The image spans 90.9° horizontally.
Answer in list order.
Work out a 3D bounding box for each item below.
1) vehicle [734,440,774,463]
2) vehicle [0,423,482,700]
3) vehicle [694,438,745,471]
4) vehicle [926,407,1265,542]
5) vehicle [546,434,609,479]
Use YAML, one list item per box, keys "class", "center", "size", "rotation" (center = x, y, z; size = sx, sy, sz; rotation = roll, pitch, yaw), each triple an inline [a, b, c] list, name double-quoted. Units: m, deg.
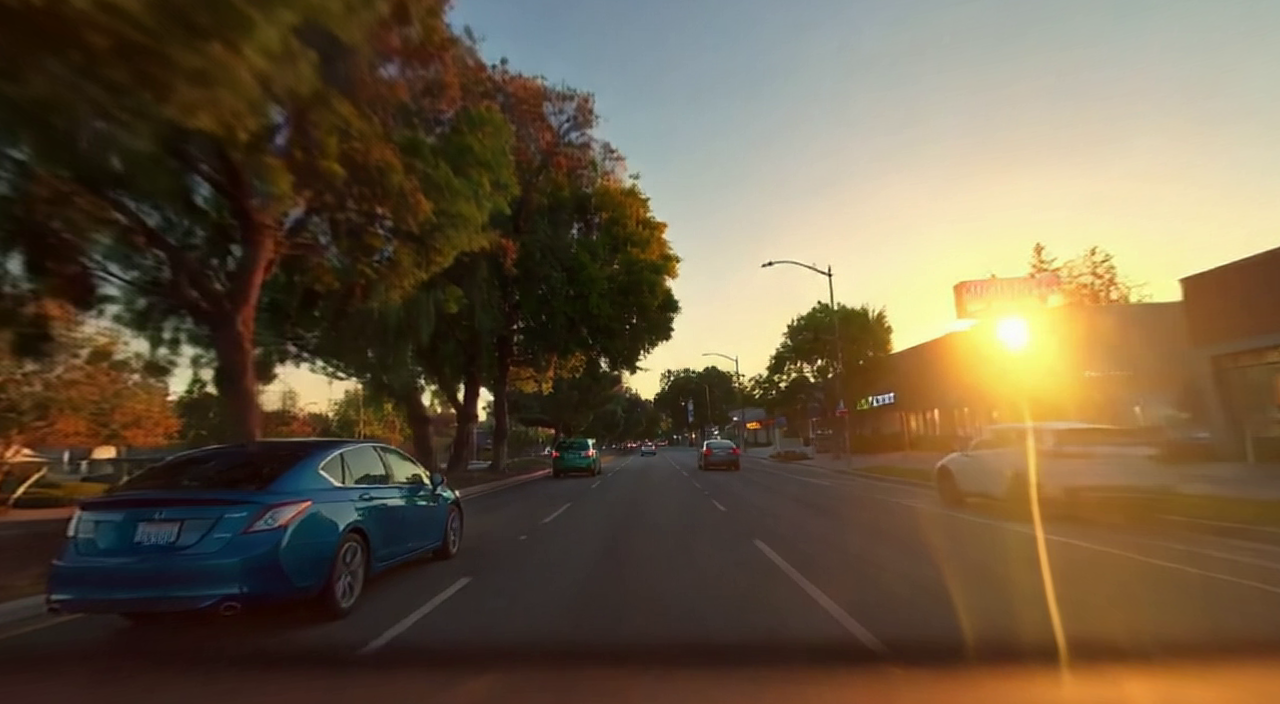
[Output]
- class: "vehicle"
  center: [7.804, 6.831, 43.504]
  size: [1.942, 1.481, 4.447]
  rotation: [0, -9, 0]
- class: "vehicle"
  center: [-3.131, 1.486, 5.849]
  size: [1.956, 1.460, 4.802]
  rotation: [-1, -8, 2]
- class: "vehicle"
  center: [3.886, 5.087, 31.476]
  size: [1.904, 1.490, 4.299]
  rotation: [0, -8, 0]
- class: "vehicle"
  center: [7.239, 2.011, 10.973]
  size: [2.198, 1.788, 4.941]
  rotation: [0, -8, 0]
- class: "vehicle"
  center: [-2.638, 4.570, 27.853]
  size: [2.193, 1.788, 4.603]
  rotation: [-1, -8, 1]
